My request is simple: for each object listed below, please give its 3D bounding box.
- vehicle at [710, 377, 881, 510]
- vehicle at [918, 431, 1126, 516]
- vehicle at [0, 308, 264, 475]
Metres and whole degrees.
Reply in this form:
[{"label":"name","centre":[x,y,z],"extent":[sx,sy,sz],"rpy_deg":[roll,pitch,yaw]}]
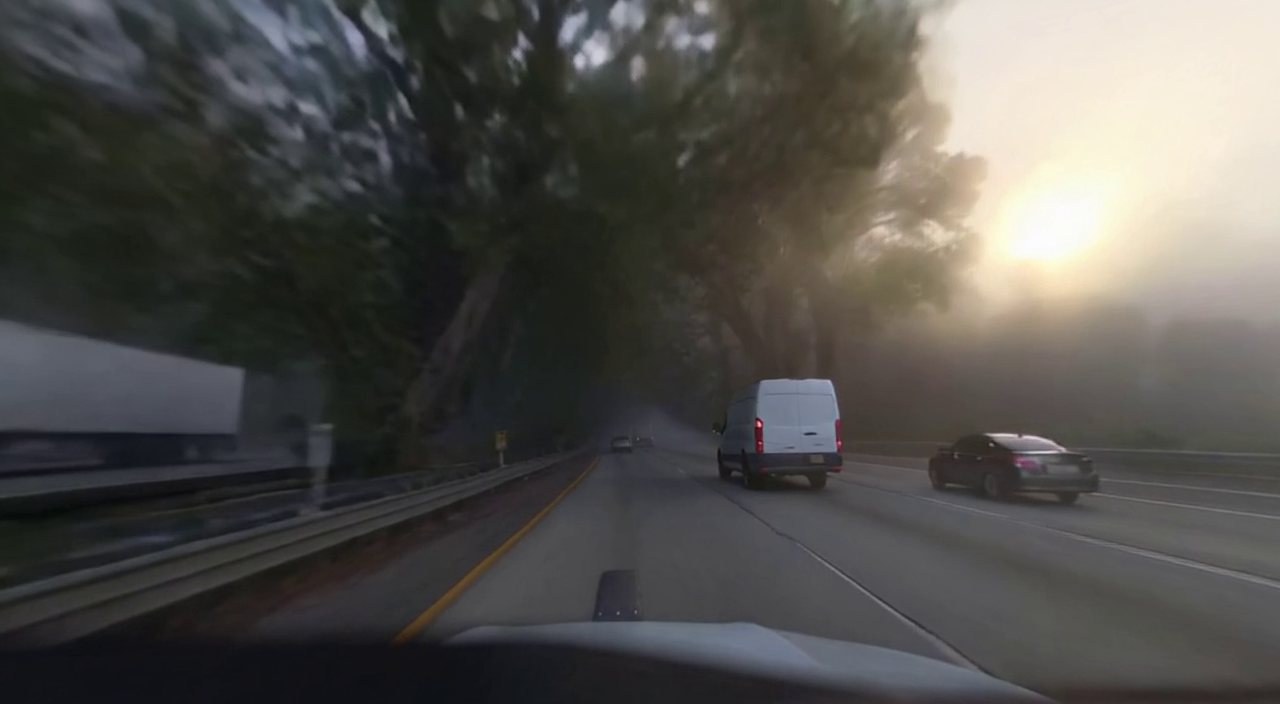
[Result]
[{"label":"vehicle","centre":[3.268,2.093,14.783],"extent":[2.436,2.521,5.409],"rpy_deg":[0,-8,-2]},{"label":"vehicle","centre":[7.558,2.387,13.012],"extent":[1.821,1.468,3.805],"rpy_deg":[0,-8,-1]},{"label":"vehicle","centre":[-16.879,1.533,19.432],"extent":[2.840,3.981,12.912],"rpy_deg":[0,-8,-1]}]
